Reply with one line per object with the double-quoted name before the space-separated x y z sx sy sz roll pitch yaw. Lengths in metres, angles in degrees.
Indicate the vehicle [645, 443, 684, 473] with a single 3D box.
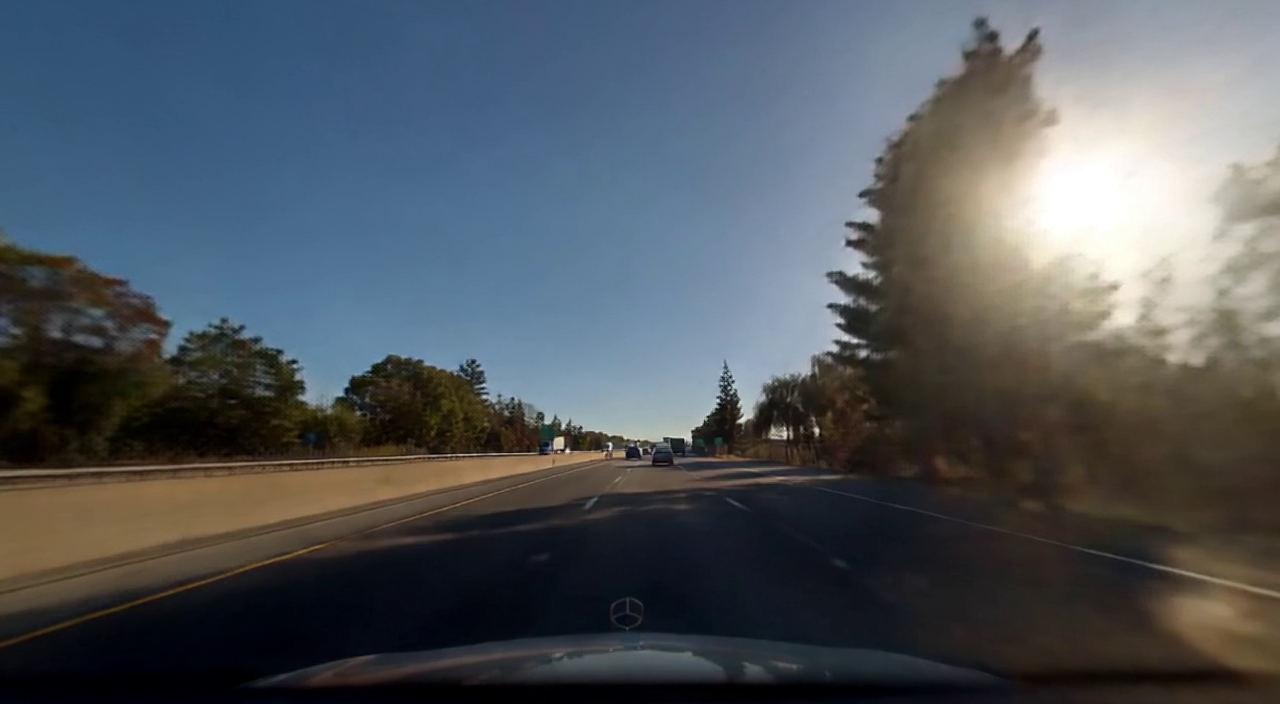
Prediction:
"vehicle" 1.451 6.415 38.341 2.231 1.652 4.503 0 -9 1
